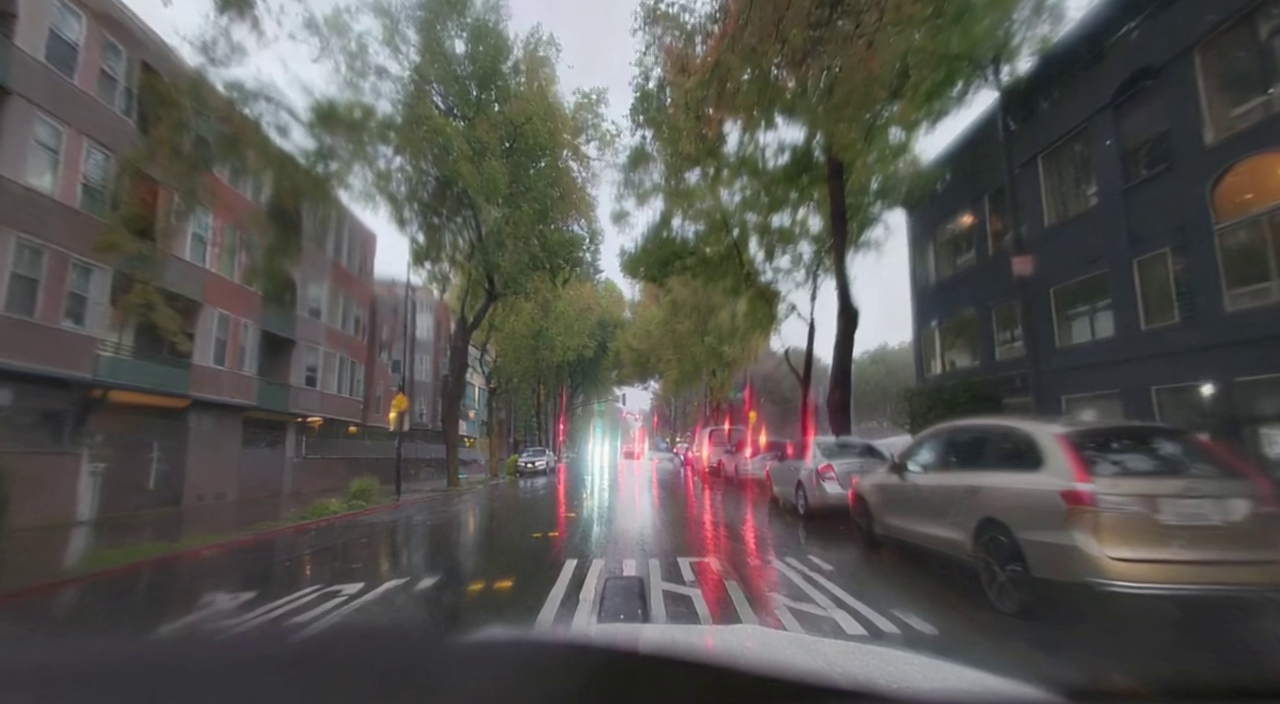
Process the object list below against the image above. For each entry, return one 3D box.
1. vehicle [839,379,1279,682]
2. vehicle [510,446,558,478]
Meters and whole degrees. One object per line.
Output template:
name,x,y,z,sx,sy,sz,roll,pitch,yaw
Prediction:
vehicle,3.525,1.297,5.743,1.996,1.642,4.472,0,-8,0
vehicle,-6.385,6.657,38.541,2.013,1.772,4.439,-1,-8,2
